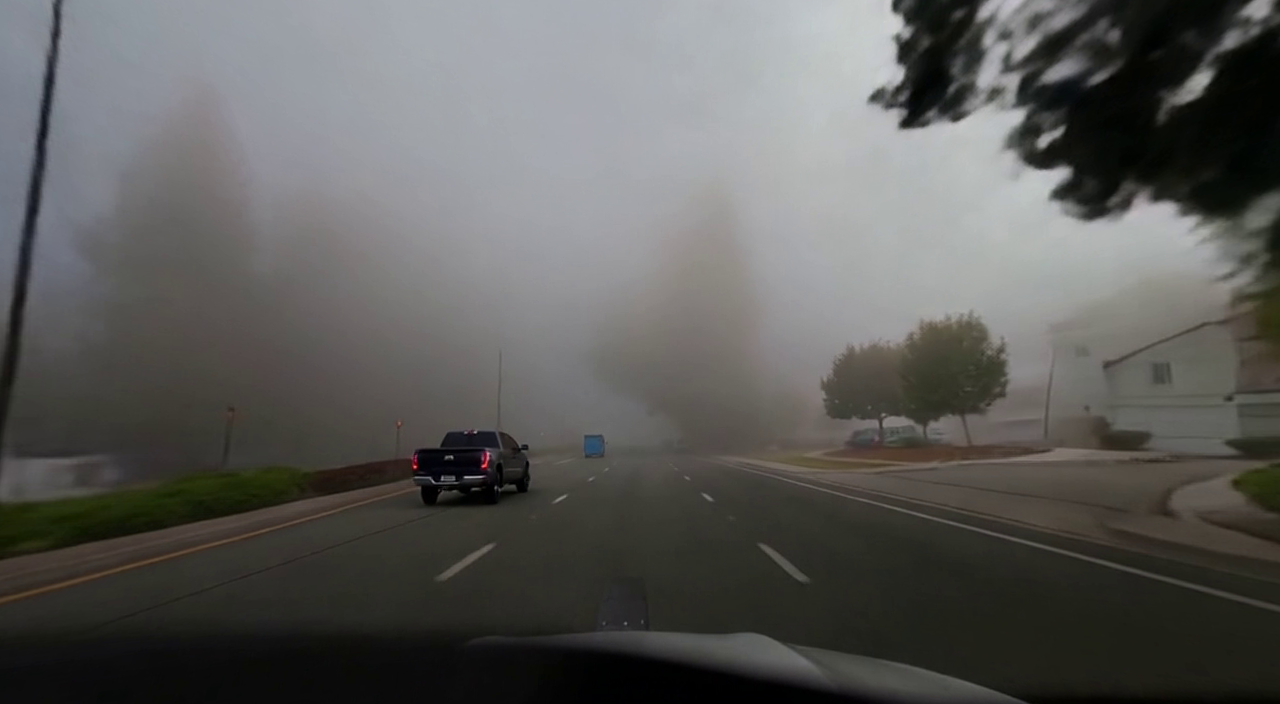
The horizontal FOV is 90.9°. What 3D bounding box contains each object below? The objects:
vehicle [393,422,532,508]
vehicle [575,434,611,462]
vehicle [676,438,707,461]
[{"bbox_3d":[-4.081,2.694,15.453,2.002,1.747,4.728,0,-8,0],"label":"vehicle"},{"bbox_3d":[-3.451,7.125,46.720,2.230,1.987,4.385,0,-8,1],"label":"vehicle"},{"bbox_3d":[3.955,7.562,48.913,2.016,1.736,4.356,0,-8,0],"label":"vehicle"}]
